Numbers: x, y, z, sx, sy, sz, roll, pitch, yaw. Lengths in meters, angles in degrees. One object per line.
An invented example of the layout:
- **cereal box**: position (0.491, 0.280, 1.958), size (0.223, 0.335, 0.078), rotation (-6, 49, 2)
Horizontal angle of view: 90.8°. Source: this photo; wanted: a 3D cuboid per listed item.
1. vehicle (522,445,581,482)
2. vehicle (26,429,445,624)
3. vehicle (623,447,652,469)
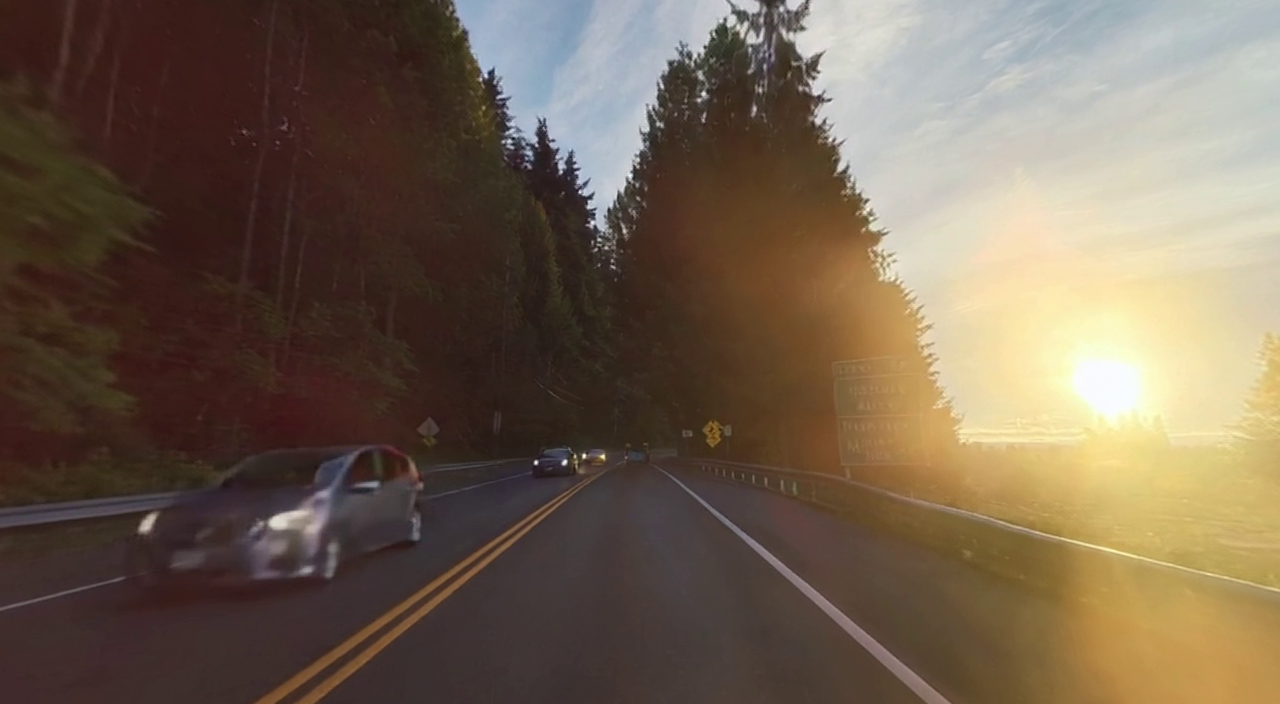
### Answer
- **vehicle**: position (-3.870, 4.947, 28.383), size (1.981, 1.486, 4.348), rotation (-1, -8, 0)
- **vehicle**: position (-3.913, 1.715, 7.243), size (1.987, 1.526, 4.205), rotation (-1, -8, 0)
- **vehicle**: position (-0.196, 7.674, 46.116), size (2.067, 1.486, 3.861), rotation (0, -8, -1)
